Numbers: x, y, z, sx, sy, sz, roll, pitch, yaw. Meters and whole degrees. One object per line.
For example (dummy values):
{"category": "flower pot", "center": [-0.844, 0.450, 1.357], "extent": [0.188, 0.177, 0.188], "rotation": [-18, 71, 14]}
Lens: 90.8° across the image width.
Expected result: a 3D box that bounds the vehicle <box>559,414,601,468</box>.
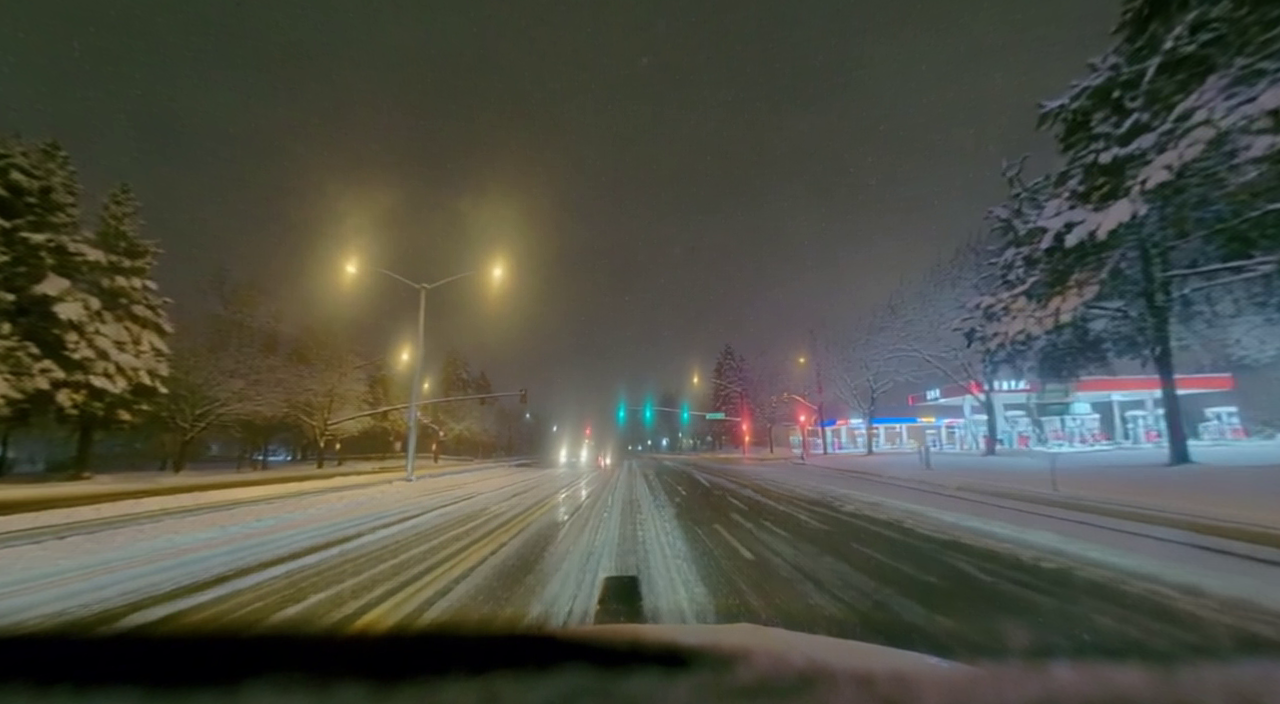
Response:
{"category": "vehicle", "center": [-4.158, 6.149, 43.969], "extent": [2.637, 3.576, 3.006], "rotation": [-1, -7, -1]}
